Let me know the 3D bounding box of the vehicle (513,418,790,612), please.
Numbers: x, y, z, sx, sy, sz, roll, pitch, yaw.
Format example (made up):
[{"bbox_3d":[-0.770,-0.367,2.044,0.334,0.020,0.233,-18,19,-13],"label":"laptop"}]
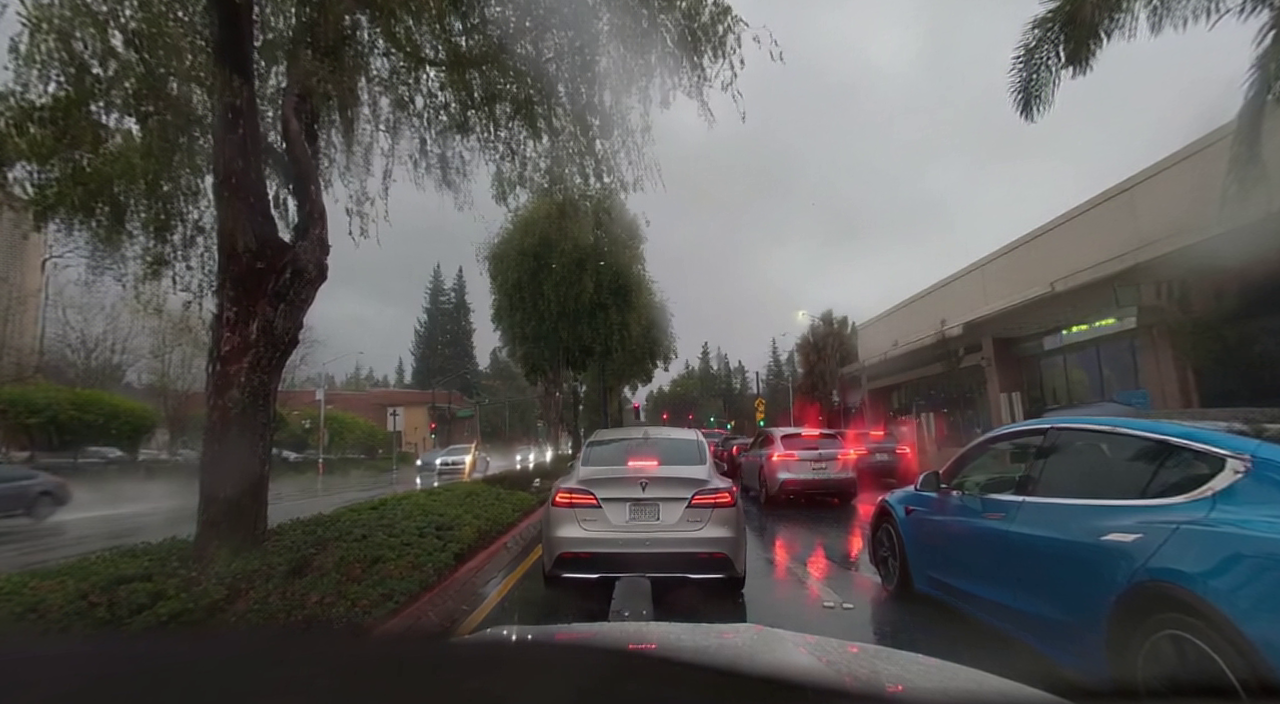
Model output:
[{"bbox_3d":[0.103,1.556,6.914,2.137,1.488,3.938,0,-8,0],"label":"vehicle"}]

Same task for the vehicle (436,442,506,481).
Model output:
[{"bbox_3d":[-7.715,5.036,29.292,1.999,1.662,4.291,0,-8,1],"label":"vehicle"}]

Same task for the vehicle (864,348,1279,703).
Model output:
[{"bbox_3d":[3.192,1.062,3.800,2.038,1.651,4.455,0,-8,0],"label":"vehicle"}]

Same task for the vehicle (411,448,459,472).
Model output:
[{"bbox_3d":[-15.117,7.955,46.733,2.005,1.630,4.556,0,-8,1],"label":"vehicle"}]
